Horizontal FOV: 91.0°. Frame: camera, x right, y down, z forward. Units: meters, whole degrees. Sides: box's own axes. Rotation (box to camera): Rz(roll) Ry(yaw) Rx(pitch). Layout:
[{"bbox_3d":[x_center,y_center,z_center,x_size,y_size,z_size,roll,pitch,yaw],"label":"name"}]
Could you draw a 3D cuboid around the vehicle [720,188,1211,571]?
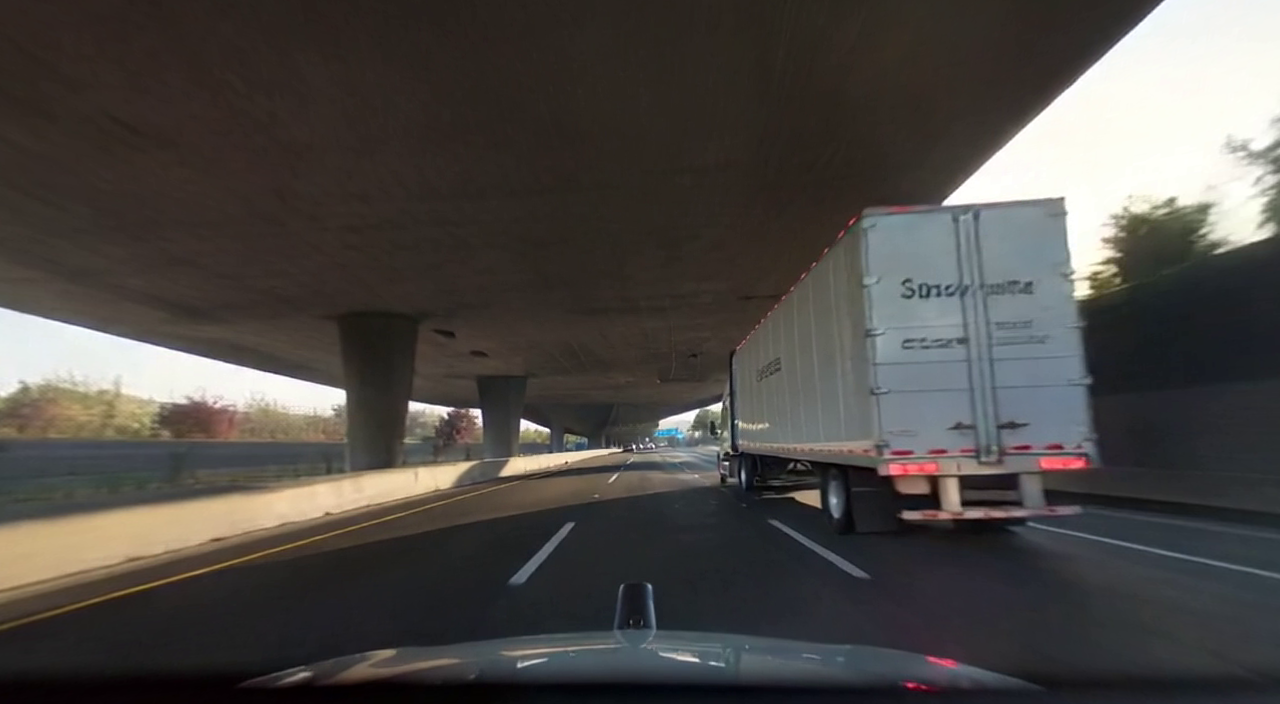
[{"bbox_3d":[4.392,1.267,14.295,3.187,4.197,15.004,0,-8,0],"label":"vehicle"}]
